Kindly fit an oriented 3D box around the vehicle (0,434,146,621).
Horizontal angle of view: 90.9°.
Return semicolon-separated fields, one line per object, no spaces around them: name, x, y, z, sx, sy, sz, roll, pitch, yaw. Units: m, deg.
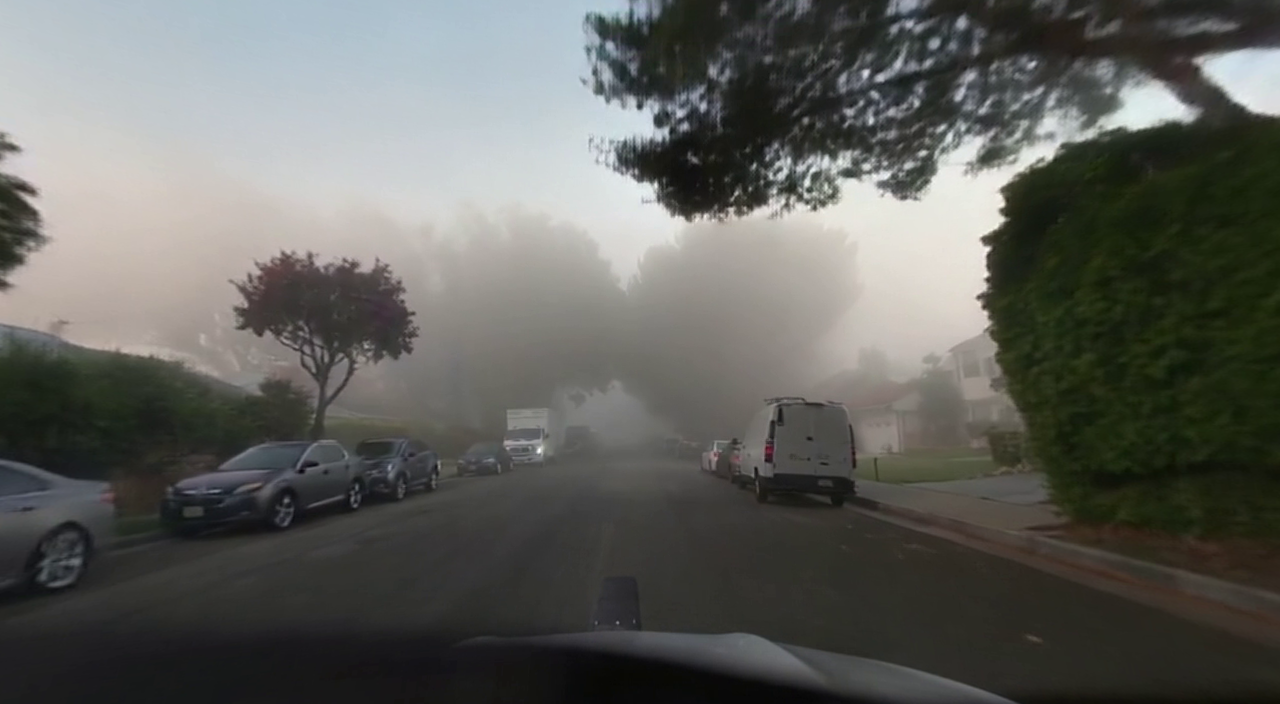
vehicle;-6.239;1.443;4.435;1.901;1.472;4.676;-2;-5;-2

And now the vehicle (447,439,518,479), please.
vehicle;-6.383;4.336;25.972;1.921;1.470;4.068;0;-8;-1

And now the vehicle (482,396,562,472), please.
vehicle;-6.249;4.512;34.721;2.896;3.648;8.004;0;-8;0

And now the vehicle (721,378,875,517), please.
vehicle;3.256;2.070;14.173;2.215;2.542;4.550;-2;-7;0

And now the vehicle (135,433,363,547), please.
vehicle;-6.269;2.174;10.627;1.758;1.519;3.396;-2;-7;-2

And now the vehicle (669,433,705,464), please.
vehicle;2.989;6.270;41.210;1.965;1.855;4.677;0;-8;0

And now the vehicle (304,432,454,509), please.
vehicle;-6.174;2.833;15.559;1.818;1.563;4.483;-2;-8;0
